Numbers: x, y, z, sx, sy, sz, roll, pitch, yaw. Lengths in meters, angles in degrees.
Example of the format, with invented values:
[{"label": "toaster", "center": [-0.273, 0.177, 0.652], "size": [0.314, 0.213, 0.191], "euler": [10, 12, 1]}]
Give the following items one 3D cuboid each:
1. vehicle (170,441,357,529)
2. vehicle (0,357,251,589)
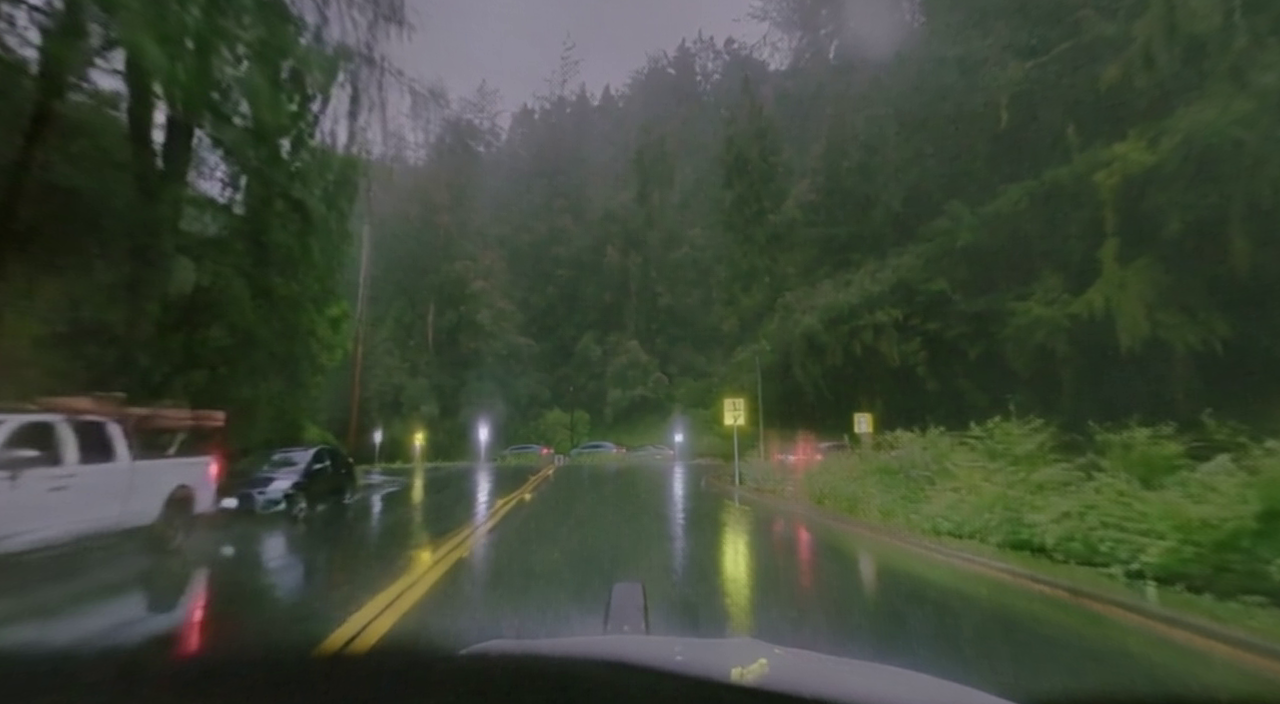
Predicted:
[{"label": "vehicle", "center": [-8.168, 2.853, 14.240], "size": [1.934, 1.646, 4.273], "euler": [1, -8, -6]}, {"label": "vehicle", "center": [-7.475, 1.563, 7.439], "size": [2.583, 2.167, 5.667], "euler": [-4, -11, -5]}]
